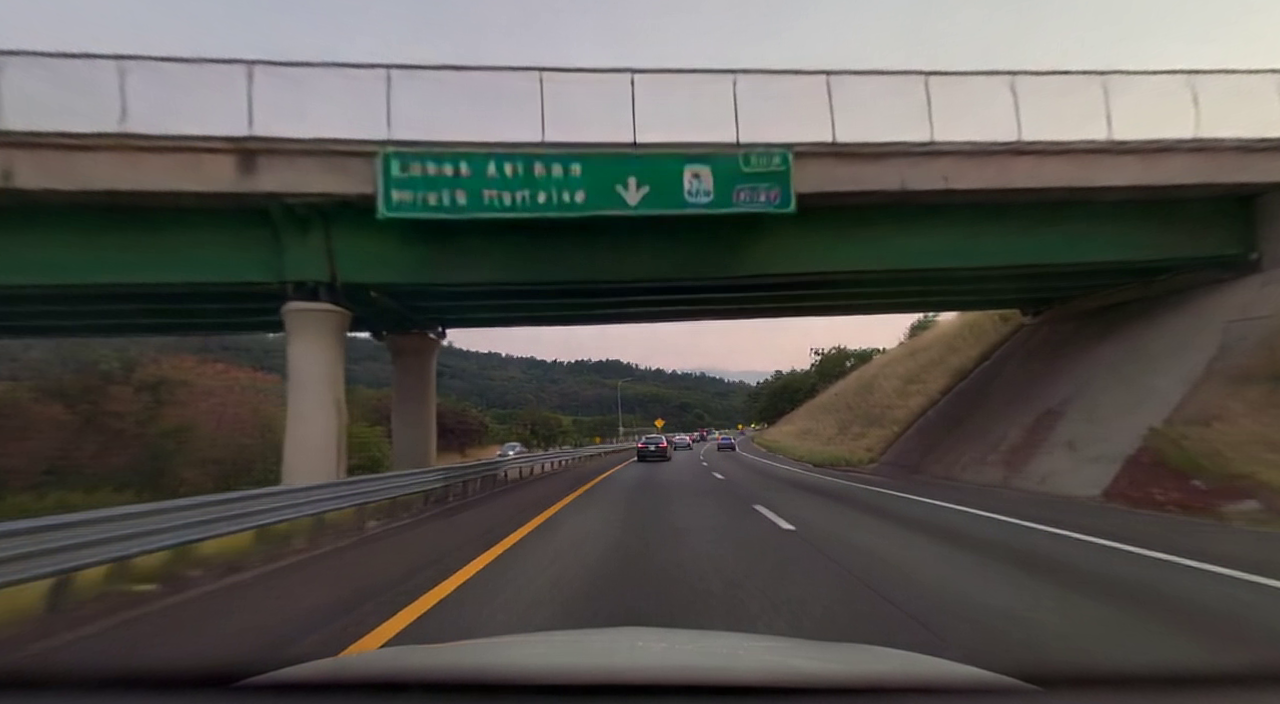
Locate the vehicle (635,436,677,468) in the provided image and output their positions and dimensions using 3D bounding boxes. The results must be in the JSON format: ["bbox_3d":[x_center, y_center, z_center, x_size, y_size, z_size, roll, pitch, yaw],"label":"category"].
[{"bbox_3d":[0.849,4.939,31.327,1.993,1.461,3.812,-1,-8,3],"label":"vehicle"}]
